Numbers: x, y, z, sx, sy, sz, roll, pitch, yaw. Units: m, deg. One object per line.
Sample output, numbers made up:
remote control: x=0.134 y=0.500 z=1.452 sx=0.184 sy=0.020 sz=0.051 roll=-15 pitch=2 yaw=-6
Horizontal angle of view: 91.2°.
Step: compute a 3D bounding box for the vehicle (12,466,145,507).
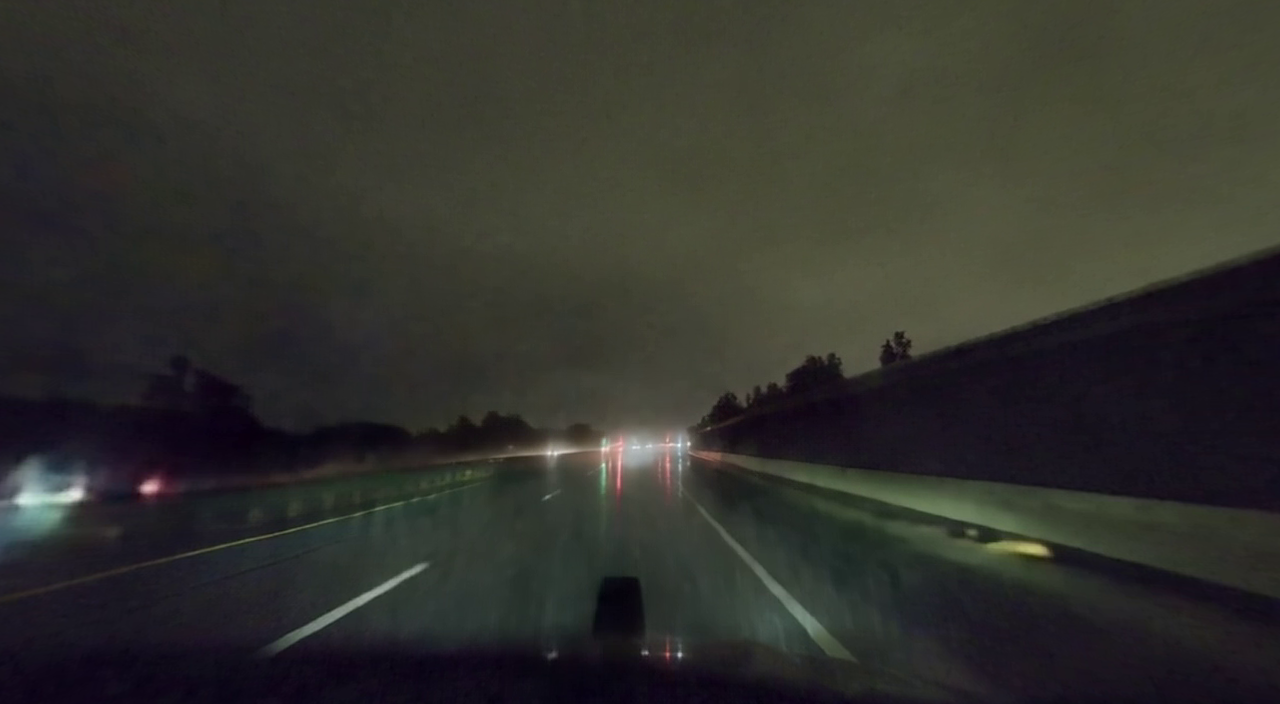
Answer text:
vehicle: x=-24.813 y=5.928 z=27.940 sx=1.904 sy=1.527 sz=4.309 roll=0 pitch=-9 yaw=0
